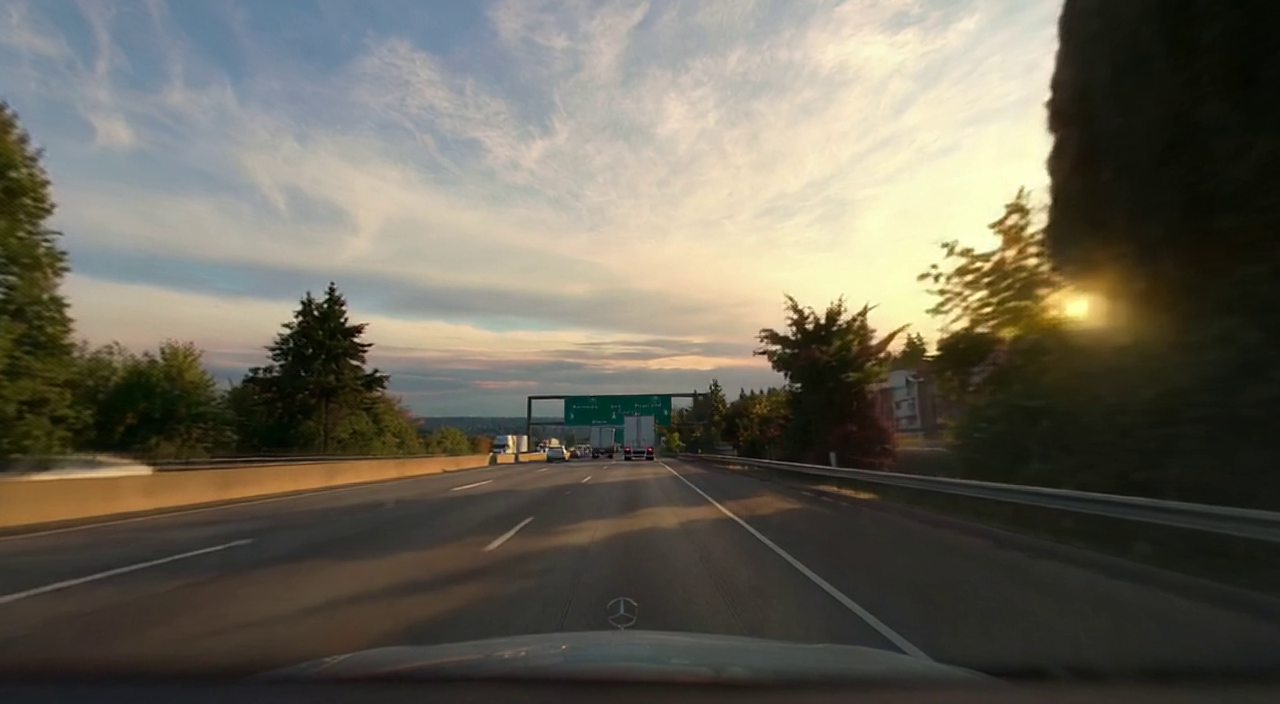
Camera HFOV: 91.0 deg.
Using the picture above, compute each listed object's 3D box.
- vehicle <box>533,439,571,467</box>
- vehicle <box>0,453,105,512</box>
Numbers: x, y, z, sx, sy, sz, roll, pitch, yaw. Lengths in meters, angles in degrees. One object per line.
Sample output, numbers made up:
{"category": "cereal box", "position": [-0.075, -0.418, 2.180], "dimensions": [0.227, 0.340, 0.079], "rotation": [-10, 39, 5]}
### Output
{"category": "vehicle", "position": [-6.156, 7.053, 44.418], "dimensions": [2.127, 1.839, 4.984], "rotation": [0, -8, -2]}
{"category": "vehicle", "position": [-18.934, 3.823, 18.516], "dimensions": [1.976, 1.575, 5.075], "rotation": [0, -8, 0]}
